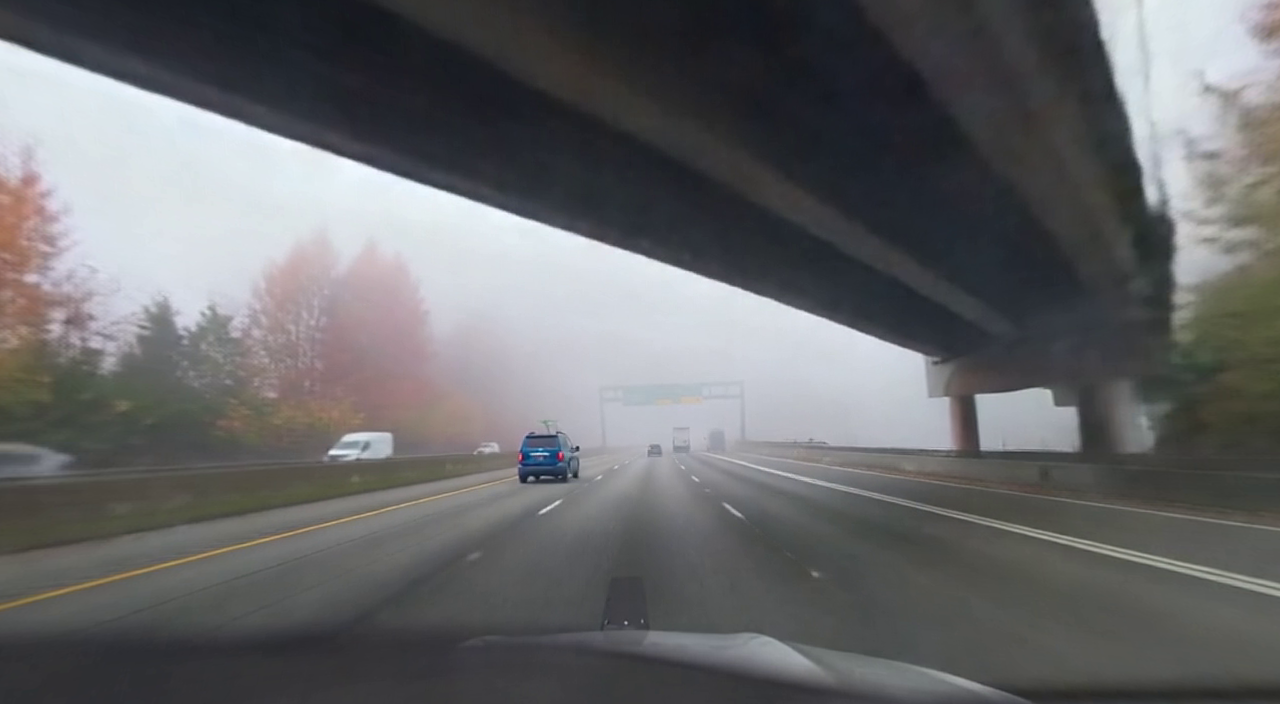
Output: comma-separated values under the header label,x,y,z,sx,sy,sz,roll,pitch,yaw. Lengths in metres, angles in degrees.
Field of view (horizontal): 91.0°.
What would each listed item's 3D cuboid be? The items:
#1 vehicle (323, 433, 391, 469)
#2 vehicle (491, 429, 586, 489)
label,x,y,z,sx,sy,sz,roll,pitch,yaw
vehicle,-22.128,7.773,49.495,2.310,2.609,5.912,-1,-8,3
vehicle,-3.107,3.395,20.309,2.177,1.707,4.432,0,-8,2
